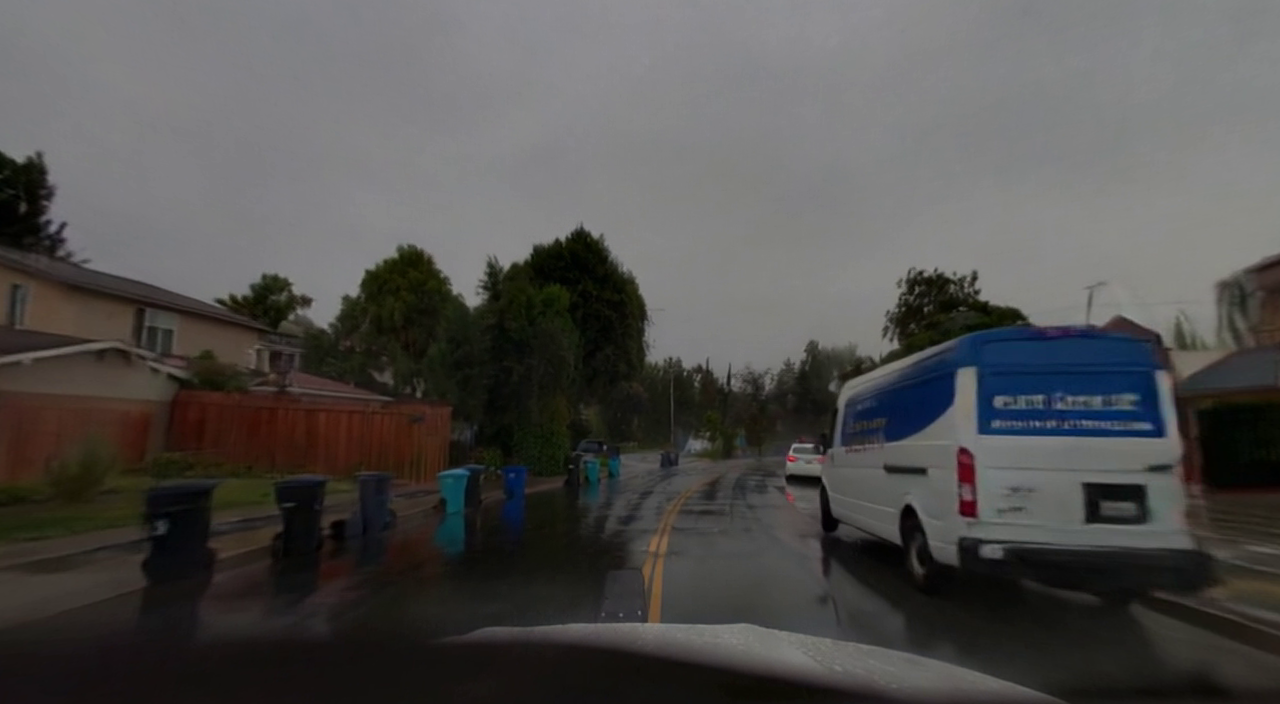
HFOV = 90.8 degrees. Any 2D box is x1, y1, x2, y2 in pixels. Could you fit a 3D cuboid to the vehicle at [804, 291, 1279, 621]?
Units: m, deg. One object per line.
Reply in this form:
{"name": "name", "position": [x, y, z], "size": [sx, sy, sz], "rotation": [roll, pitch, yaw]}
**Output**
{"name": "vehicle", "position": [4.170, 1.288, 8.407], "size": [2.684, 2.712, 6.197], "rotation": [-1, -9, 4]}

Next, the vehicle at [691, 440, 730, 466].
{"name": "vehicle", "position": [4.869, 7.109, 44.659], "size": [2.278, 1.704, 5.321], "rotation": [0, -9, 2]}
